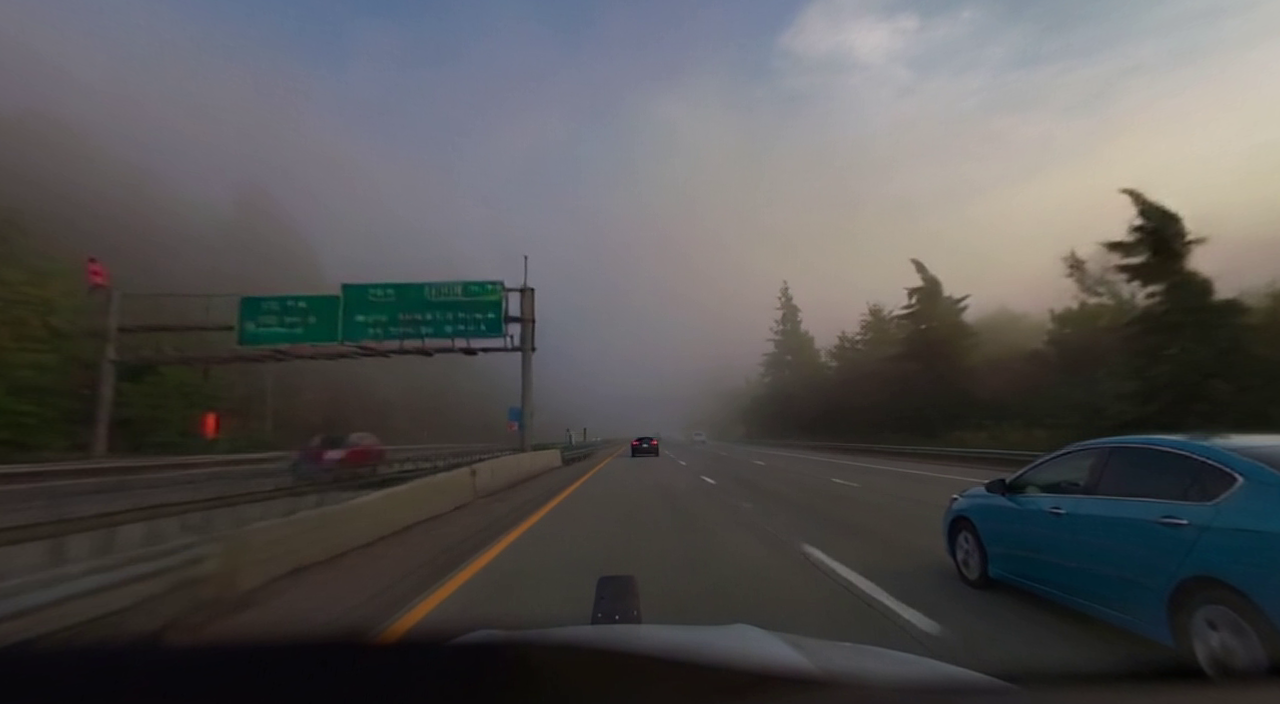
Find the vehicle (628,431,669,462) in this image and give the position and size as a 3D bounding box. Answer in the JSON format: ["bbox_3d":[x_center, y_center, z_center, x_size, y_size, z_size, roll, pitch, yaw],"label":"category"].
[{"bbox_3d":[0.387,4.972,33.410,2.046,1.526,3.903,0,-8,-1],"label":"vehicle"}]

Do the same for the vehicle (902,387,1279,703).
[{"bbox_3d":[3.608,1.064,3.885,1.981,1.467,4.459,0,-8,-1],"label":"vehicle"}]
